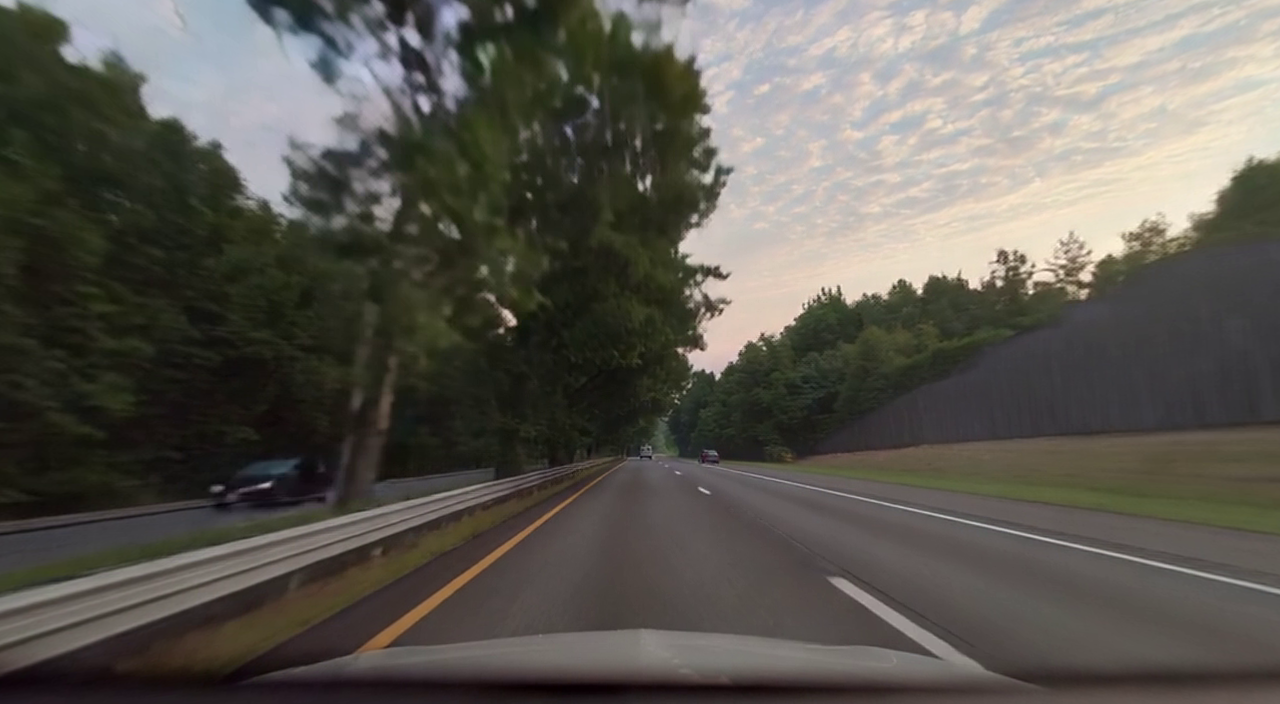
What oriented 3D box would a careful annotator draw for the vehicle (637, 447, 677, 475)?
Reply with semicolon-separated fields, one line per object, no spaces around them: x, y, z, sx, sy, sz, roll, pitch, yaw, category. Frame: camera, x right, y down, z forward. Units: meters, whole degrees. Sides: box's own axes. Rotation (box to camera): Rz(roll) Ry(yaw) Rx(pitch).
0.914;6.226;36.325;2.162;1.492;3.975;0;-9;-1;vehicle

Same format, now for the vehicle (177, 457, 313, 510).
-12.699;4.214;20.608;1.834;1.494;3.993;0;-9;0;vehicle

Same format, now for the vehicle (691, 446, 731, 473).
4.222;6.471;38.036;1.846;1.485;3.679;0;-9;-2;vehicle
